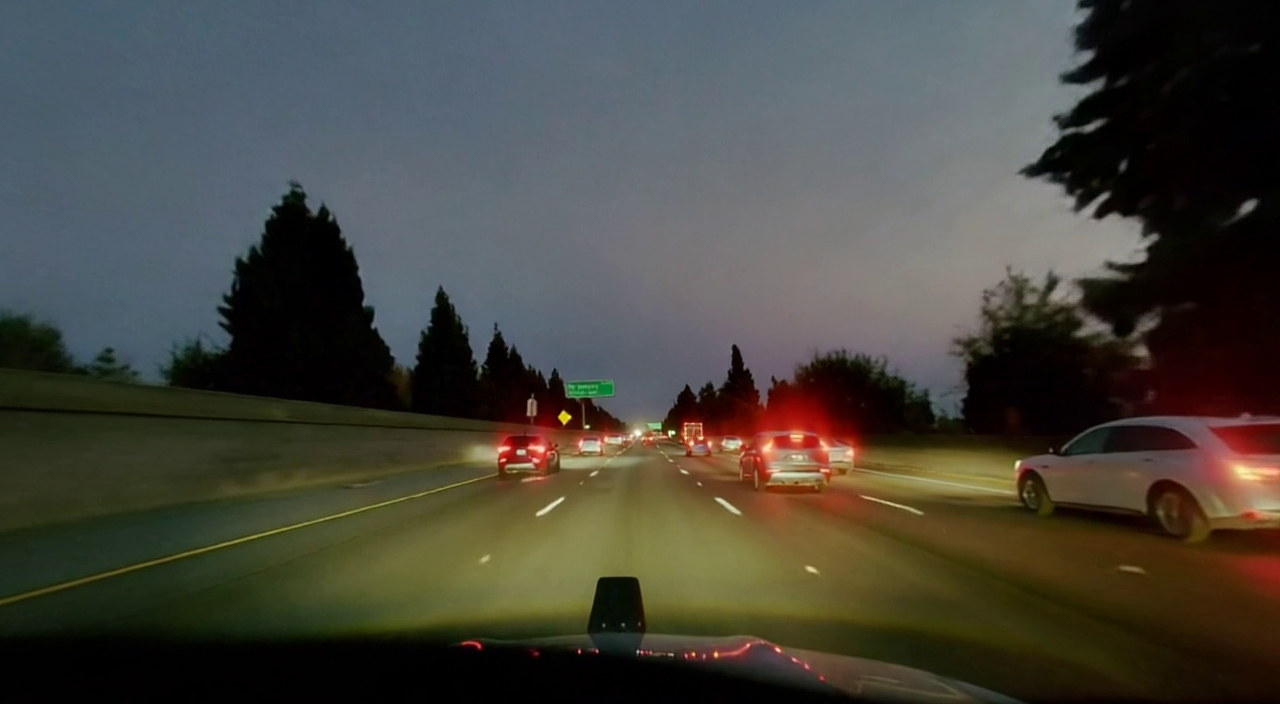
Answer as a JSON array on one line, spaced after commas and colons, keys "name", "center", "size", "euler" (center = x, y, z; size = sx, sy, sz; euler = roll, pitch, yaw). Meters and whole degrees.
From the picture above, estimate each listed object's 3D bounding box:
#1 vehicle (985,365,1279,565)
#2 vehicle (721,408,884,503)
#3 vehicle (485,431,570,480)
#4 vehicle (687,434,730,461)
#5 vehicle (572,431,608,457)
[{"name": "vehicle", "center": [7.502, 1.469, 8.661], "size": [2.291, 1.968, 5.662], "euler": [0, -8, 0]}, {"name": "vehicle", "center": [3.667, 2.512, 15.680], "size": [2.517, 1.935, 5.552], "euler": [0, -8, -1]}, {"name": "vehicle", "center": [-3.591, 3.404, 20.986], "size": [1.978, 1.473, 4.073], "euler": [0, -8, 1]}, {"name": "vehicle", "center": [3.879, 5.494, 36.440], "size": [1.953, 1.480, 4.053], "euler": [0, -8, -1]}, {"name": "vehicle", "center": [-3.361, 6.285, 43.038], "size": [2.020, 1.628, 4.248], "euler": [0, -8, 1]}]
